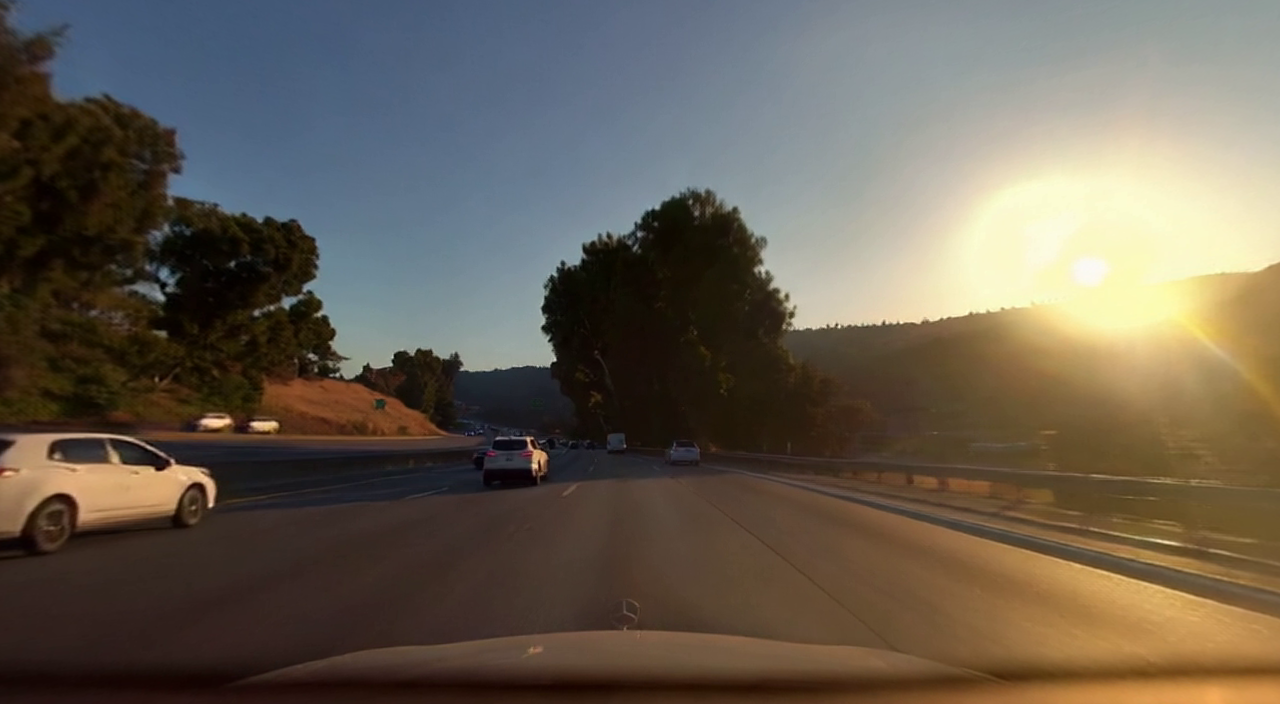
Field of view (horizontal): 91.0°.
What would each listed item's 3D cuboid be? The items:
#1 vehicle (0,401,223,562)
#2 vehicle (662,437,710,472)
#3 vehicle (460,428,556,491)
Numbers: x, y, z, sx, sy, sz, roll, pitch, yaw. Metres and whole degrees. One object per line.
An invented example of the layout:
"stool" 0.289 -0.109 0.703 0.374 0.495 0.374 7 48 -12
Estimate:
"vehicle" -7.987 1.574 7.977 2.237 1.703 4.681 0 -9 -1
"vehicle" 2.362 5.407 33.320 2.053 1.698 4.097 1 -9 -3
"vehicle" -3.847 3.212 19.127 2.002 1.680 4.301 0 -9 0
